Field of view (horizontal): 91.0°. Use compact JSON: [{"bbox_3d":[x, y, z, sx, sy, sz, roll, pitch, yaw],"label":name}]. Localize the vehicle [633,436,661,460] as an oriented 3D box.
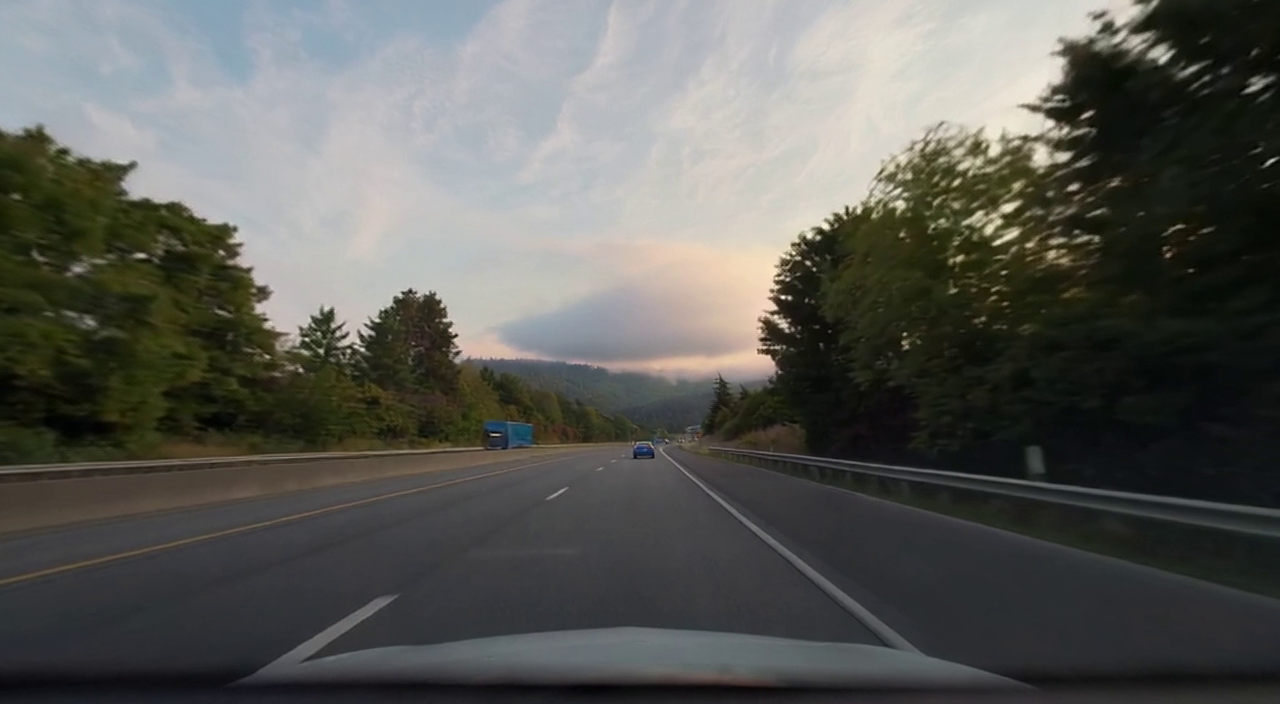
[{"bbox_3d":[0.499,7.211,47.379,2.058,1.649,3.942,0,-8,0],"label":"vehicle"}]
